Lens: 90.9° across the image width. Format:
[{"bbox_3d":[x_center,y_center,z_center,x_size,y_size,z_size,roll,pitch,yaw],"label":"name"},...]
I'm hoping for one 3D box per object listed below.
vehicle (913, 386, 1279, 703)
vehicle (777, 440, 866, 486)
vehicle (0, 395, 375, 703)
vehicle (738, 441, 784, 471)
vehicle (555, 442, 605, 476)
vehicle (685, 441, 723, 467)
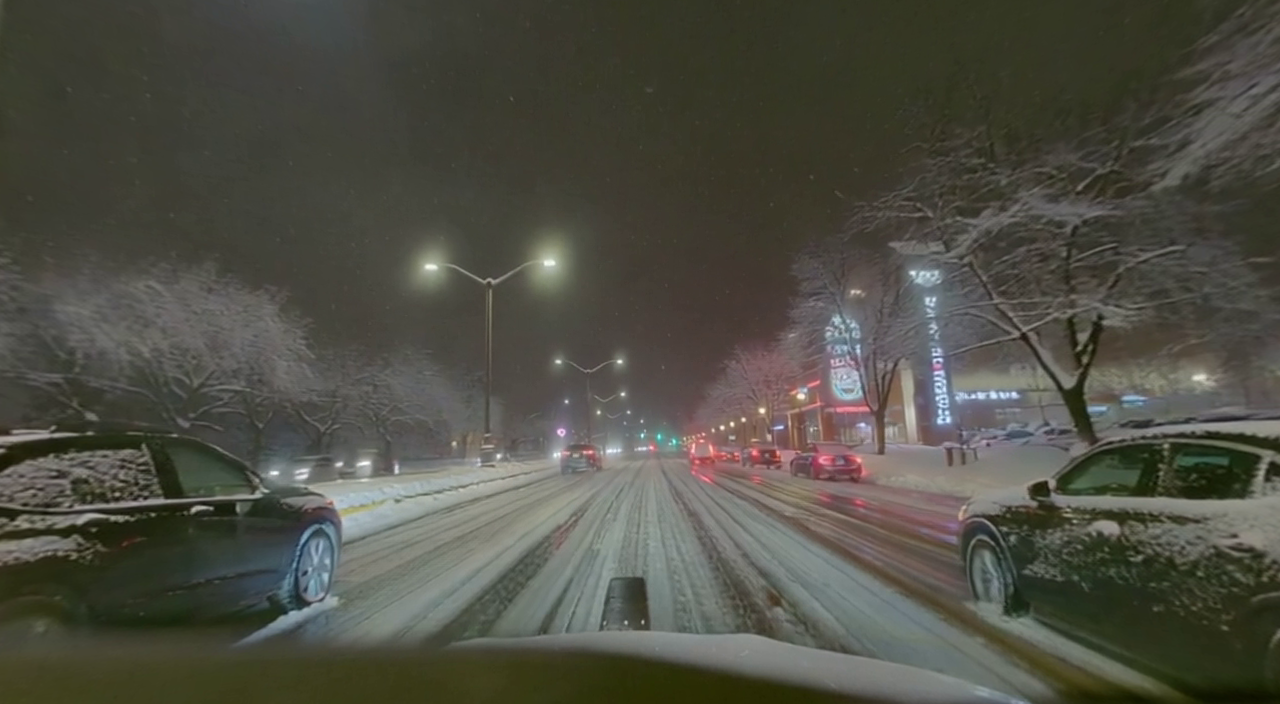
[{"bbox_3d":[3.280,0.981,2.958,1.981,1.499,4.536,0,-9,0],"label":"vehicle"},{"bbox_3d":[7.145,4.394,25.304,2.077,1.666,4.342,0,-9,-3],"label":"vehicle"},{"bbox_3d":[-3.638,1.081,3.469,2.155,1.504,4.776,-1,-9,2],"label":"vehicle"},{"bbox_3d":[7.753,6.693,40.779,2.003,1.789,4.718,0,-9,-1],"label":"vehicle"},{"bbox_3d":[-2.832,5.150,30.574,1.917,1.511,4.436,-1,-9,1],"label":"vehicle"},{"bbox_3d":[4.273,6.892,42.697,2.007,1.683,4.171,0,-9,-2],"label":"vehicle"}]
